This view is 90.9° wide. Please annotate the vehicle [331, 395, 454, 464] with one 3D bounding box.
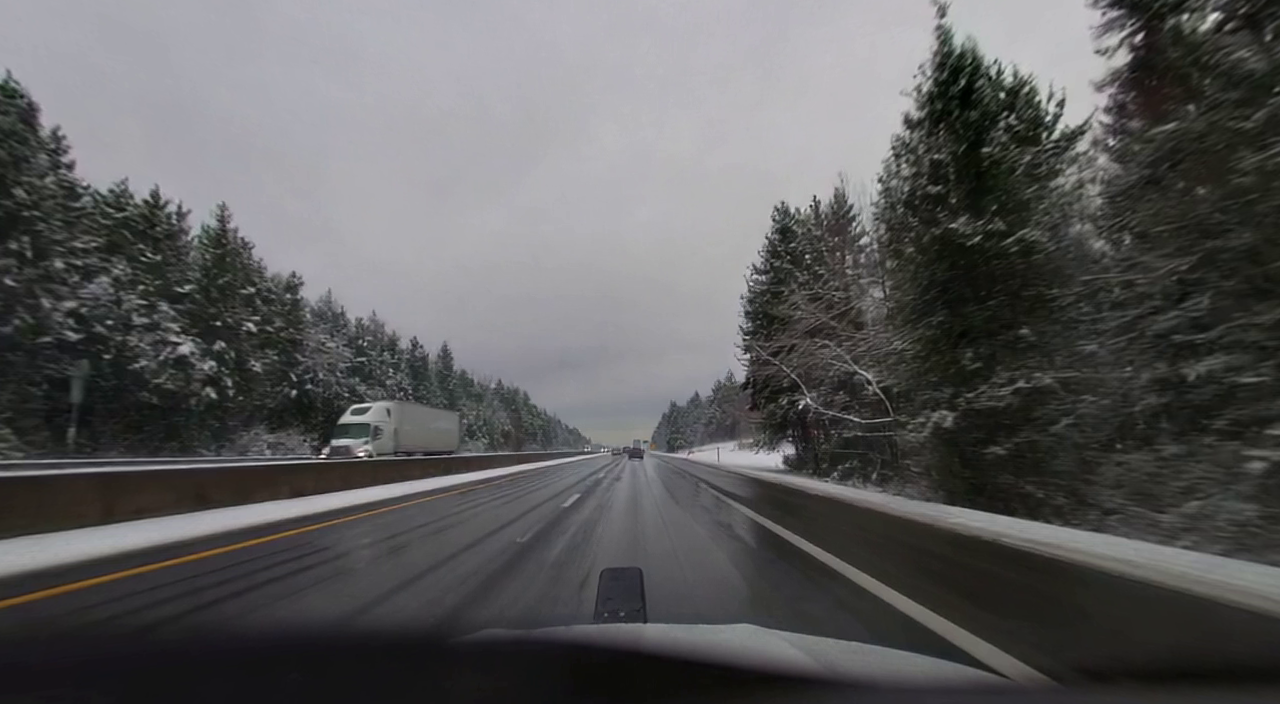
[{"bbox_3d":[-16.770,5.680,44.468,2.924,4.069,14.387,0,-9,0],"label":"vehicle"}]
